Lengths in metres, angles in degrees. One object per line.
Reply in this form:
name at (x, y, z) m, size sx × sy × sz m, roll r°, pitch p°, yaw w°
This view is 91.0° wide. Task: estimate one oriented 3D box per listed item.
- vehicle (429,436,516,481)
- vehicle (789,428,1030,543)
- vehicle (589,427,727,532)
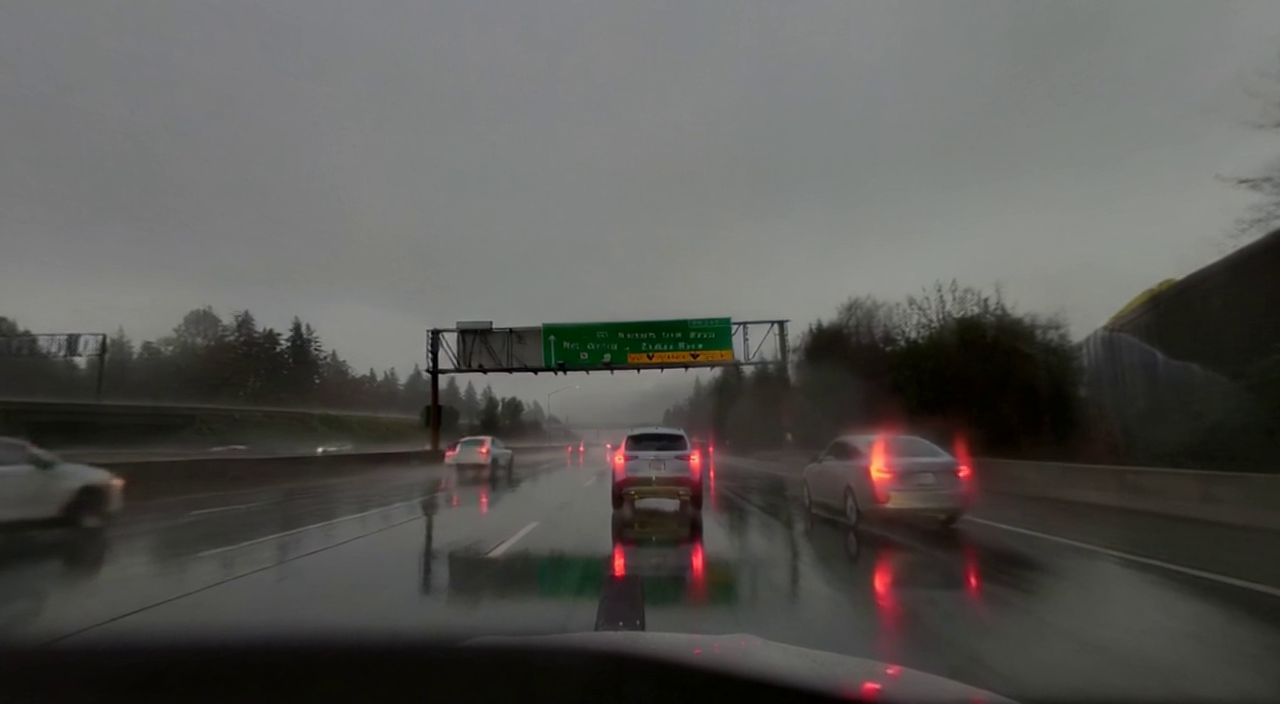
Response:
vehicle at (-6.637, 4.281, 25.546) m, size 2.127 × 1.644 × 4.631 m, roll 0°, pitch -9°, yaw 1°
vehicle at (4.142, 2.130, 10.756) m, size 2.002 × 1.499 × 4.710 m, roll 0°, pitch -9°, yaw 0°
vehicle at (0.275, 2.193, 11.354) m, size 2.044 × 1.554 × 3.824 m, roll 0°, pitch -9°, yaw 0°
